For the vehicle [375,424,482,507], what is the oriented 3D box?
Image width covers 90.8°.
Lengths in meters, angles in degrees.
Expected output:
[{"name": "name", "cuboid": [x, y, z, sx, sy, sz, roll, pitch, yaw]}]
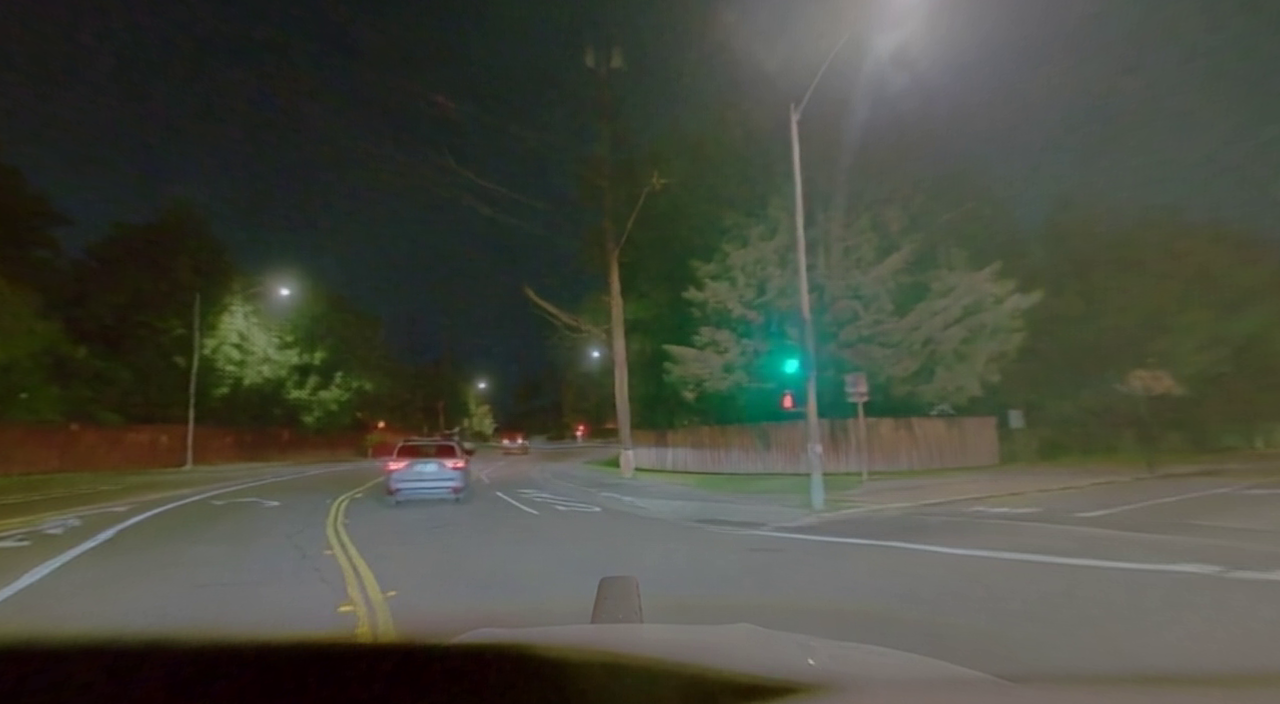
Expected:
[{"name": "vehicle", "cuboid": [-5.416, 2.886, 16.599, 2.230, 1.827, 4.580, 2, -9, -15]}]

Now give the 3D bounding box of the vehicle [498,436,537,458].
[{"name": "vehicle", "cuboid": [-8.696, 6.770, 45.230, 1.929, 1.476, 4.655, 0, -8, -1]}]
